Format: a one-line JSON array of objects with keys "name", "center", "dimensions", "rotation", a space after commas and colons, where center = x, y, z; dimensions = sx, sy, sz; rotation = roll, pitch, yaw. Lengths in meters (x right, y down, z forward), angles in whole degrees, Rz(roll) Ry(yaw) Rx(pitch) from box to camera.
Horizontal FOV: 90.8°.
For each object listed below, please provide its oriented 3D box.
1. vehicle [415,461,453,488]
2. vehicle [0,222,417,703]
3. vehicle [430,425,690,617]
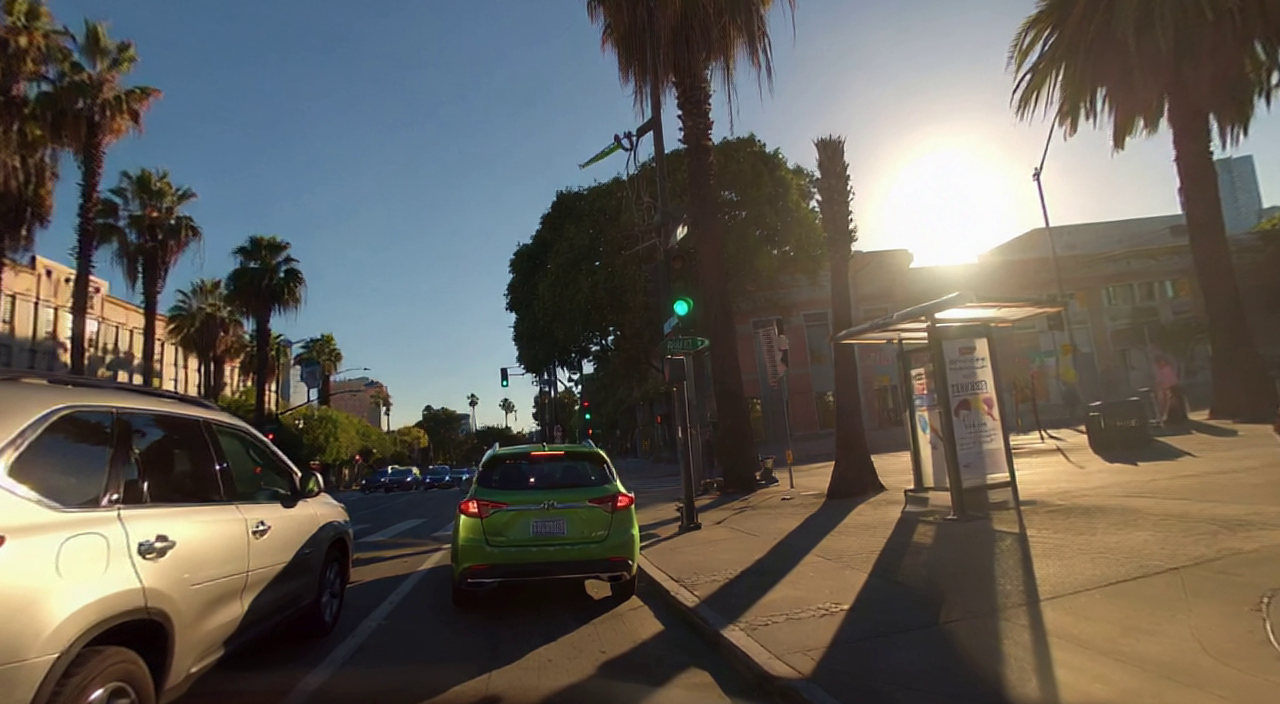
[{"name": "vehicle", "center": [-14.616, 8.677, 44.975], "dimensions": [1.964, 1.642, 4.085], "rotation": [1, -9, -9]}, {"name": "vehicle", "center": [-2.767, 0.910, 3.214], "dimensions": [2.098, 1.851, 4.571], "rotation": [1, -9, -7]}, {"name": "vehicle", "center": [-1.017, 1.650, 7.231], "dimensions": [2.065, 1.467, 4.289], "rotation": [2, -9, -11]}]
